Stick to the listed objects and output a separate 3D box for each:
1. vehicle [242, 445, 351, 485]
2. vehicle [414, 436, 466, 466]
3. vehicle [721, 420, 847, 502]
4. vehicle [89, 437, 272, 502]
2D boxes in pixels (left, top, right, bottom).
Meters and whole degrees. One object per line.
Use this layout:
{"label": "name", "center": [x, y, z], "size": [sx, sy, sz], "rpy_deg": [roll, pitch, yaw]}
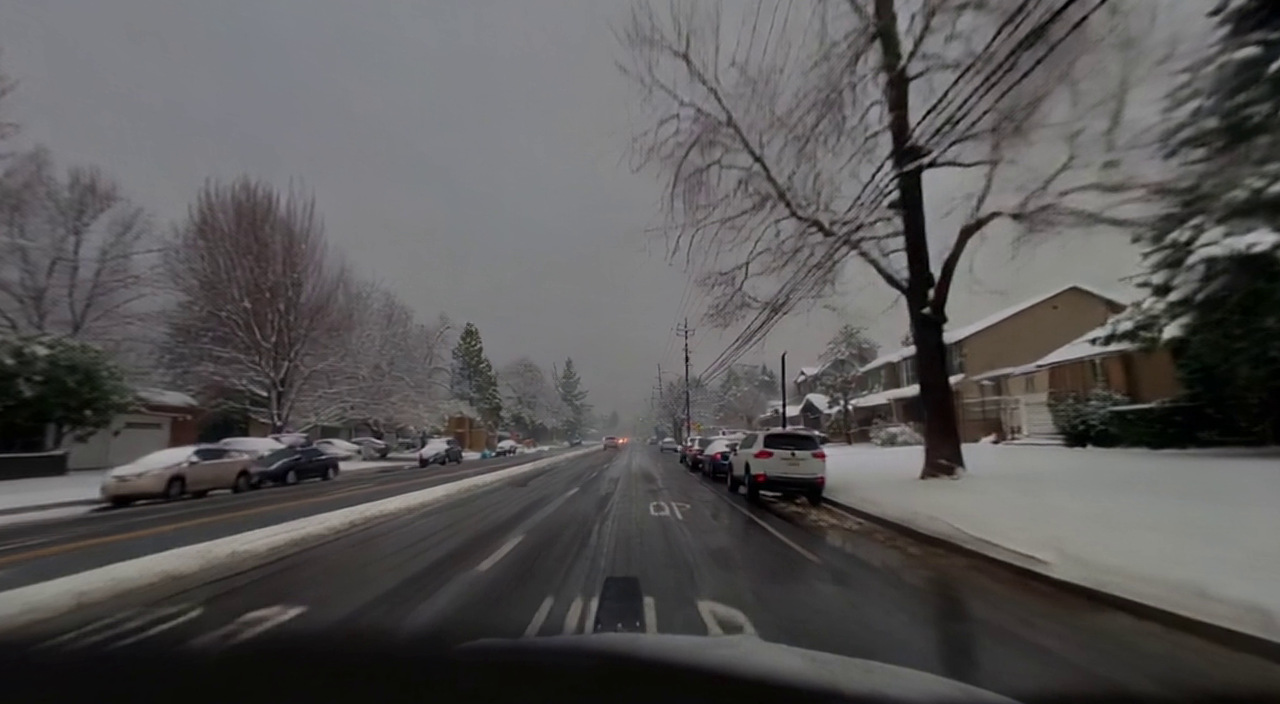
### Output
{"label": "vehicle", "center": [-13.927, 4.578, 25.983], "size": [1.887, 1.490, 4.656], "rpy_deg": [0, -9, 0]}
{"label": "vehicle", "center": [-13.786, 6.809, 43.808], "size": [2.137, 1.852, 4.541], "rpy_deg": [-2, -8, 0]}
{"label": "vehicle", "center": [3.414, 2.701, 15.987], "size": [2.045, 1.746, 4.564], "rpy_deg": [0, -9, -1]}
{"label": "vehicle", "center": [-13.970, 3.585, 19.713], "size": [1.913, 1.745, 4.992], "rpy_deg": [0, -9, 1]}
